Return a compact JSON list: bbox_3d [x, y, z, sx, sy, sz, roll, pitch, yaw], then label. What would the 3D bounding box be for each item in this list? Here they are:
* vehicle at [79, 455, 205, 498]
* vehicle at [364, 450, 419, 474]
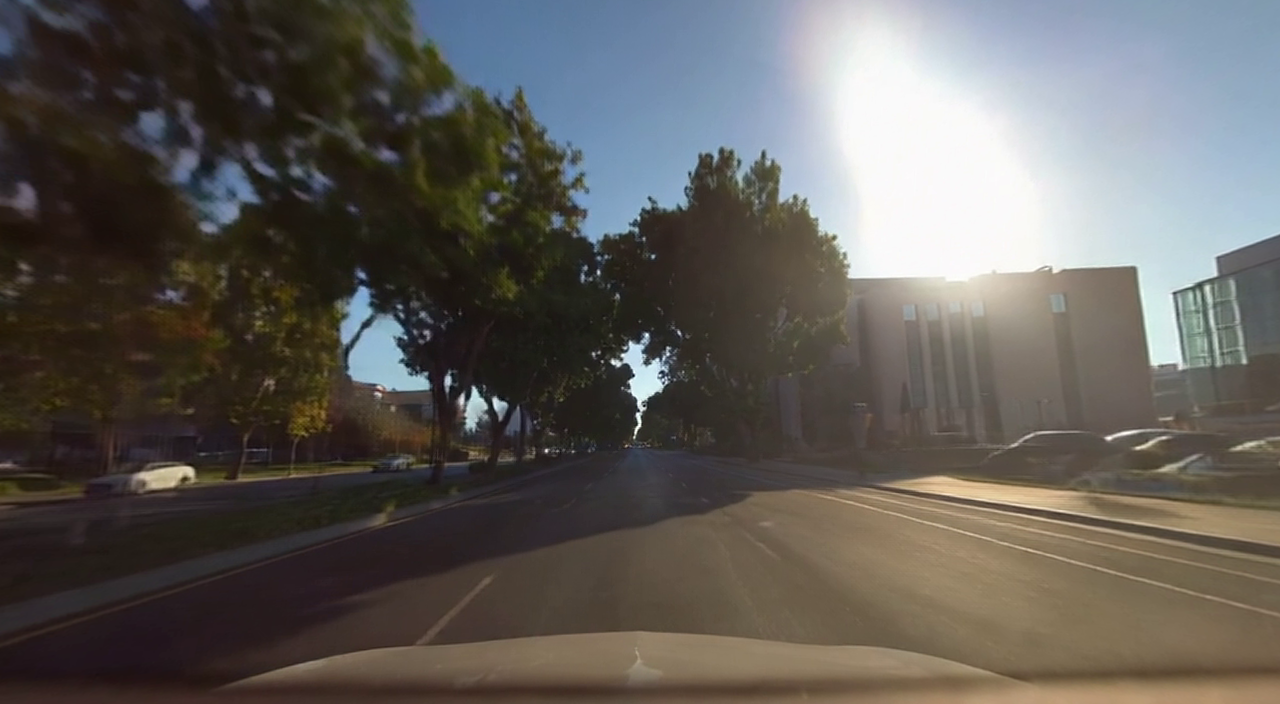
[{"bbox_3d":[-22.319,5.556,28.601,1.990,1.650,4.617,0,-8,-1],"label":"vehicle"},{"bbox_3d":[-16.899,7.482,43.225,1.877,1.525,4.312,-1,-8,3],"label":"vehicle"}]
